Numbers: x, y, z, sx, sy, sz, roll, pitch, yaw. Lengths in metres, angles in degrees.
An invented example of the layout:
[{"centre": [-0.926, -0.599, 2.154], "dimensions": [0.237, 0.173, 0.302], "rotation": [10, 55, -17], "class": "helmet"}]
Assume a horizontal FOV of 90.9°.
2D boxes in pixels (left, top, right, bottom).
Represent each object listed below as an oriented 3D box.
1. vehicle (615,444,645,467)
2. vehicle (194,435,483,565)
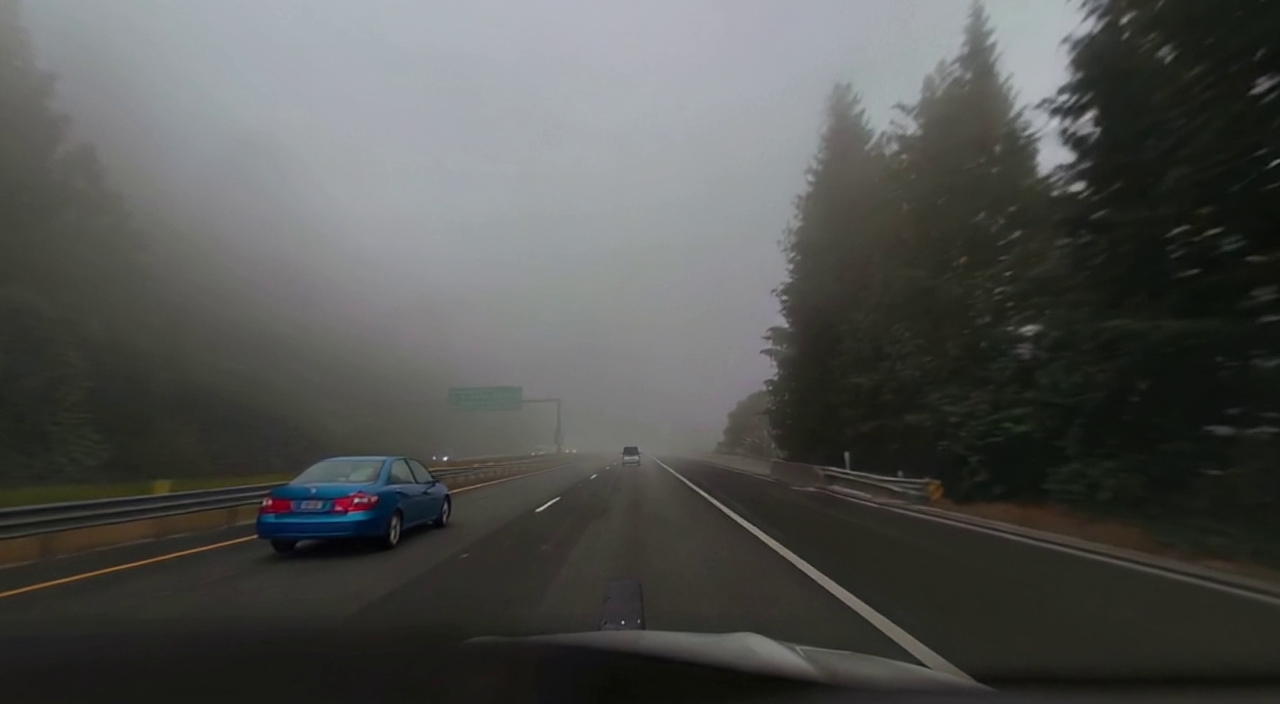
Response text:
[{"centre": [-0.696, 7.397, 45.103], "dimensions": [2.011, 1.590, 3.607], "rotation": [0, -8, 0], "class": "vehicle"}, {"centre": [-4.070, 2.065, 9.650], "dimensions": [2.157, 1.483, 4.601], "rotation": [0, -8, 0], "class": "vehicle"}]
